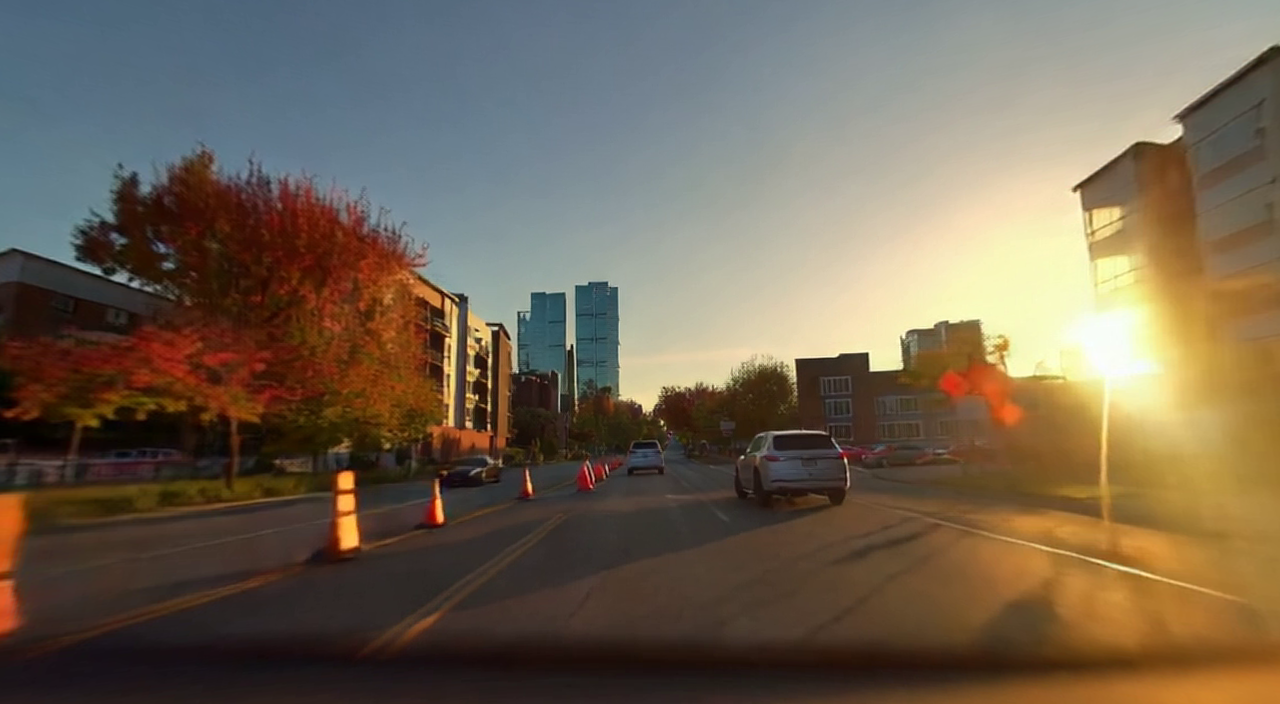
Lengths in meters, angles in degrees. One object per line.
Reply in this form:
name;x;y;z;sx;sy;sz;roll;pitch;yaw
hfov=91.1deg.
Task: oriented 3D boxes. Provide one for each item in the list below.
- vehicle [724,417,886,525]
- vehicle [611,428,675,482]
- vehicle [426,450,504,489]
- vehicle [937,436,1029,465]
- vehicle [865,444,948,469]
vehicle;3.183;2.441;13.512;2.120;1.828;5.531;-1;-8;2
vehicle;0.181;5.020;30.904;2.762;2.309;6.723;0;-9;1
vehicle;-7.363;4.979;26.870;1.891;1.496;4.144;-1;-9;4
vehicle;22.102;6.339;40.577;4.629;1.756;2.124;0;-8;-2
vehicle;17.010;6.651;40.146;4.568;1.478;1.900;2;-9;-13
